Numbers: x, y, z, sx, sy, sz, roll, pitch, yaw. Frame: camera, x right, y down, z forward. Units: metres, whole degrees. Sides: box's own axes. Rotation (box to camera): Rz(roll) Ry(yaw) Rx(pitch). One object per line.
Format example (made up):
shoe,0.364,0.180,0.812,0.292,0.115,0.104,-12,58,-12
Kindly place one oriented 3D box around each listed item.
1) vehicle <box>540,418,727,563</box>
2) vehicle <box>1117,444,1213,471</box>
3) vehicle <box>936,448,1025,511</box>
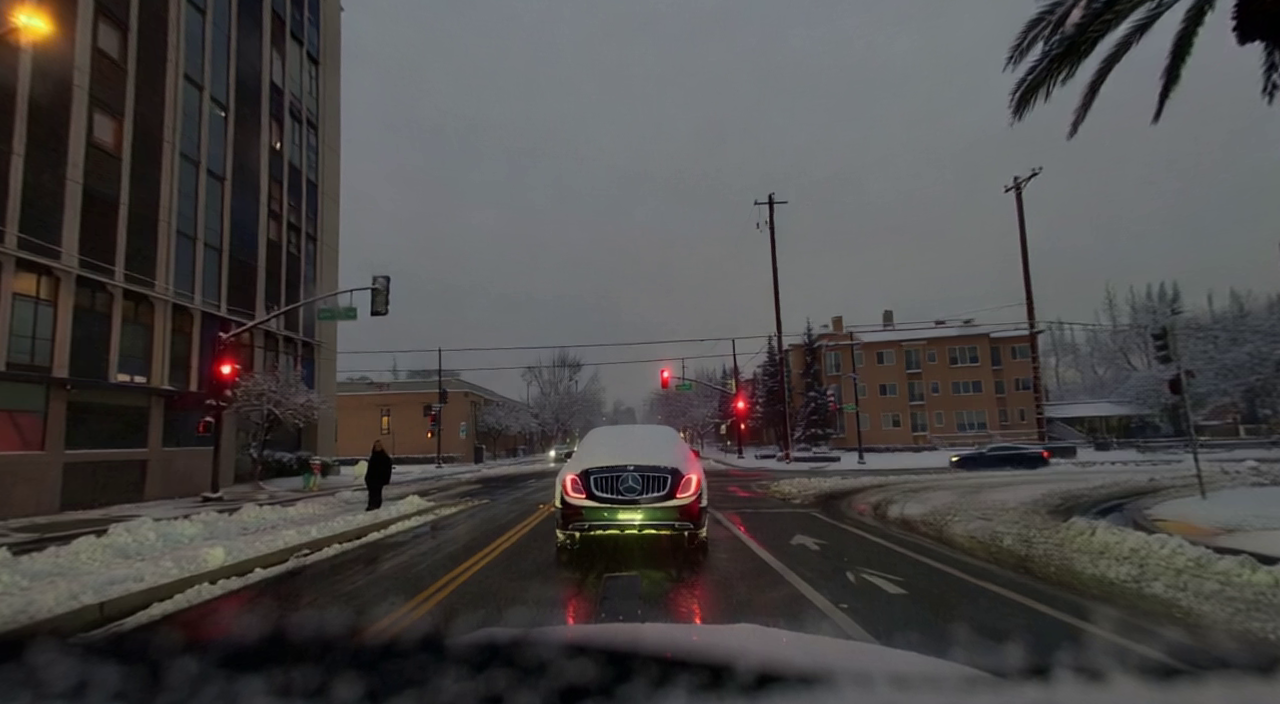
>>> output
vehicle,-0.083,1.873,9.227,2.144,1.643,3.770,0,-8,0
vehicle,32.179,6.455,38.763,4.234,1.613,1.812,0,-8,-1
vehicle,10.018,3.674,18.759,2.004,1.593,4.118,-4,-9,26
